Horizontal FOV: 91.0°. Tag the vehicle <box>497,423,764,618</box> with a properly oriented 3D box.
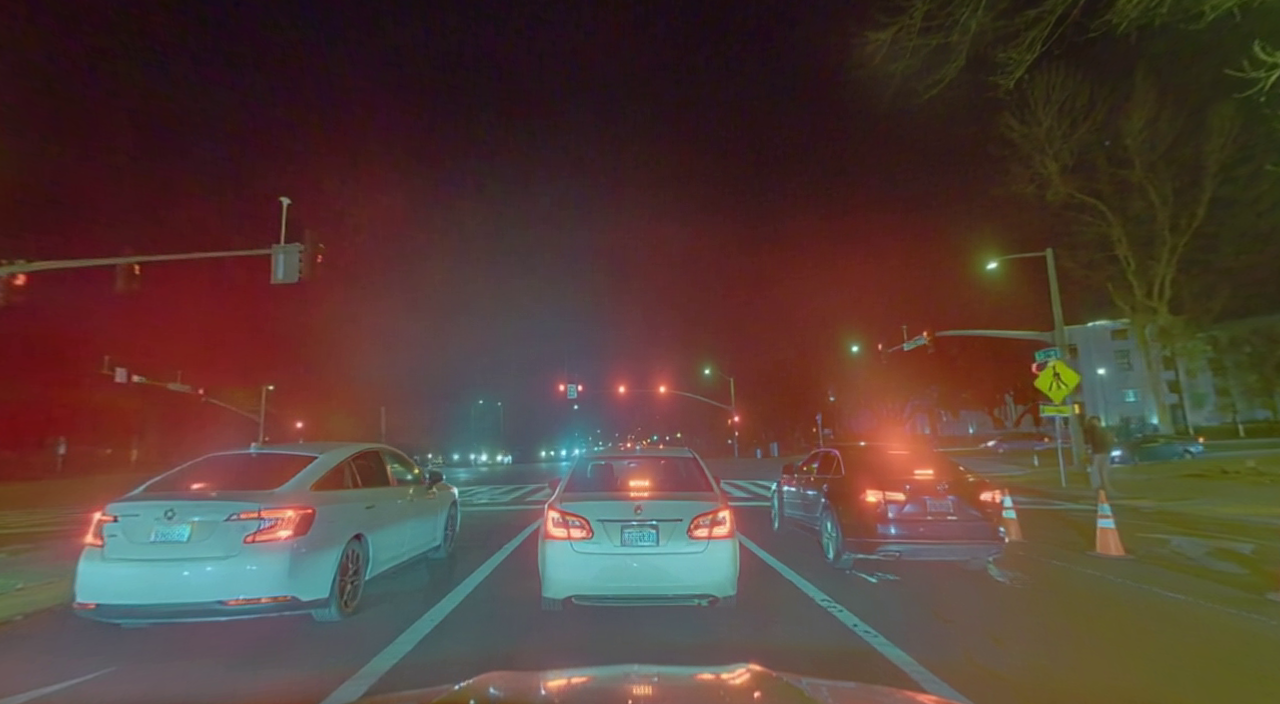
[{"bbox_3d":[-0.116,1.627,7.096,2.061,1.486,4.332,0,-8,-1],"label":"vehicle"}]

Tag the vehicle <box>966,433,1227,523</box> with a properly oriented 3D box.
[{"bbox_3d":[9.368,2.590,13.589,1.957,1.576,4.670,0,-9,-3],"label":"vehicle"}]

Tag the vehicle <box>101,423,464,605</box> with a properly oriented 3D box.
[{"bbox_3d":[-3.600,1.676,7.400,1.863,1.526,4.006,0,-8,1],"label":"vehicle"}]
